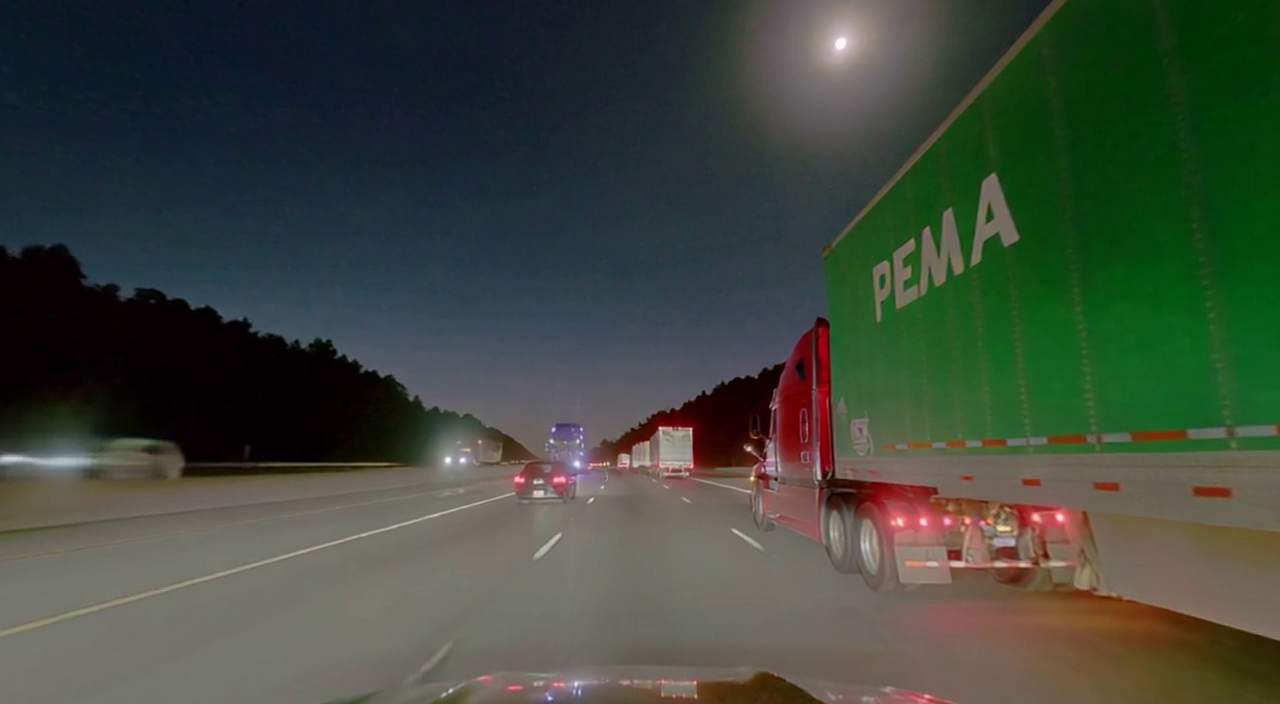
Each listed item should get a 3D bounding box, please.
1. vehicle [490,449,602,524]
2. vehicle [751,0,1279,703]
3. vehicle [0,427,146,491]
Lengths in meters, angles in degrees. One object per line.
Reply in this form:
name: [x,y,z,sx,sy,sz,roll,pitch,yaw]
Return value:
vehicle: [-2.215,3.389,16.280,2.010,1.580,4.949,0,-10,1]
vehicle: [3.846,0.474,6.068,2.856,4.040,14.009,1,-10,-1]
vehicle: [-15.873,2.895,17.016,1.797,1.497,3.967,1,-10,-1]
